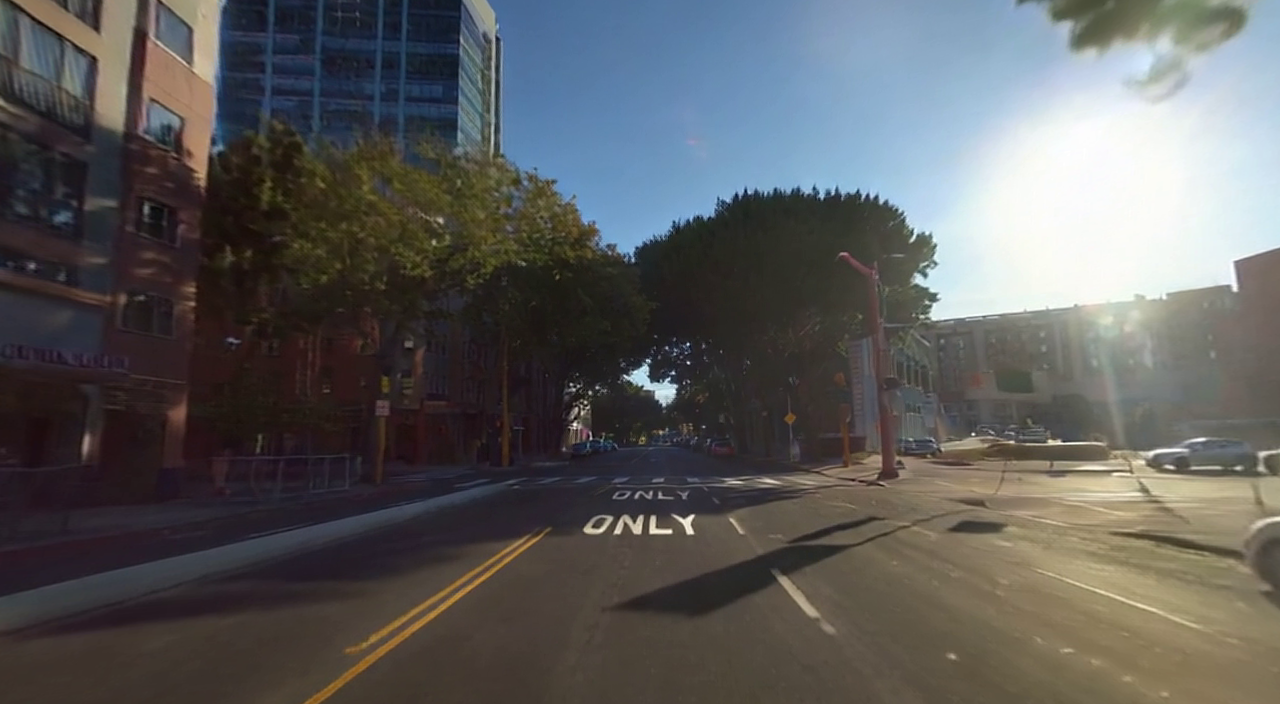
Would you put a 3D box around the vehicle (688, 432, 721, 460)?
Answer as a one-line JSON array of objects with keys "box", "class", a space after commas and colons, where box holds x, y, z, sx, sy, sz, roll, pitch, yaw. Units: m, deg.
[{"box": [4.628, 6.869, 45.997, 1.971, 1.919, 4.748, 0, -8, 1], "class": "vehicle"}]

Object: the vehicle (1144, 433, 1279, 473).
[{"box": [26.557, 4.668, 29.158, 4.525, 1.769, 2.180, 0, -8, -1], "class": "vehicle"}]
